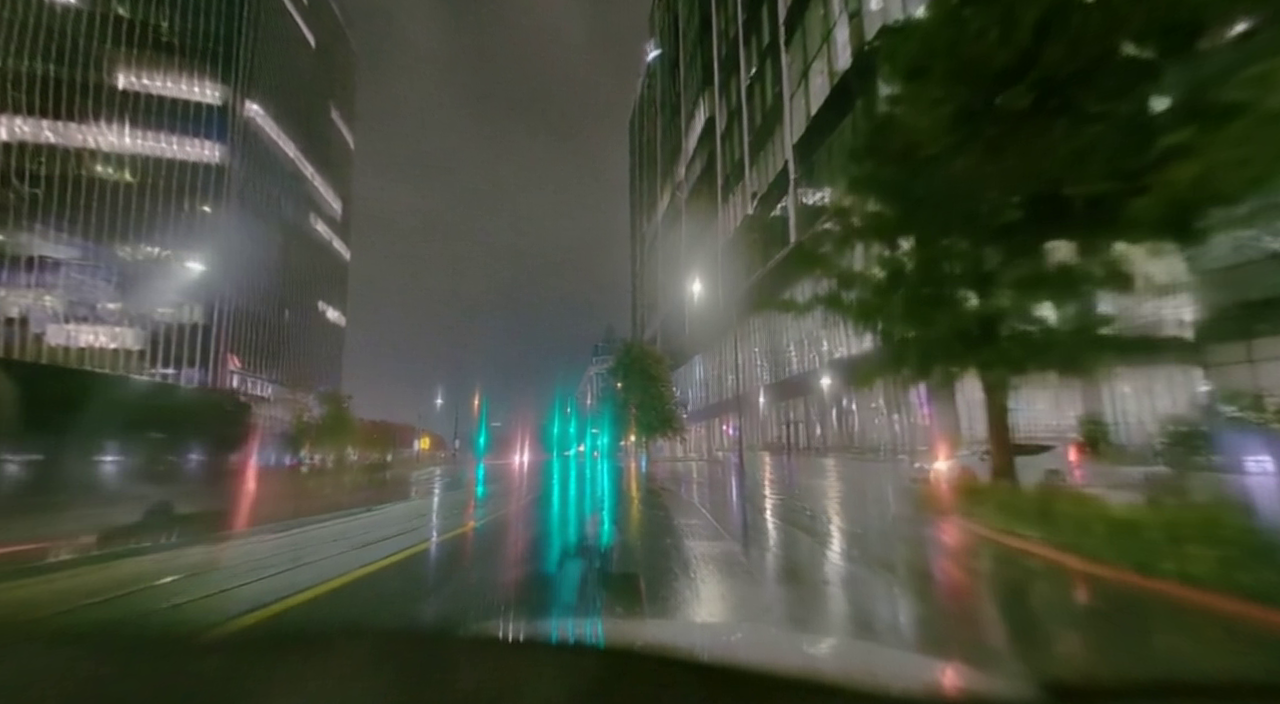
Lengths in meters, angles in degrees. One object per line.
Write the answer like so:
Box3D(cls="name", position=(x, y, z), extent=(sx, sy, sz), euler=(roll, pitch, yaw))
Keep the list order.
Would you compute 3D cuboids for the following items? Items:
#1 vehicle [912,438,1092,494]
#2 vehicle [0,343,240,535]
Box3D(cls="vehicle", position=(11.917, 3.774, 21.052), extent=(4.728, 1.696, 1.973), euler=(0, -9, 6))
Box3D(cls="vehicle", position=(-13.663, 1.878, 13.499), extent=(3.052, 3.601, 10.794), euler=(0, -9, 0))
